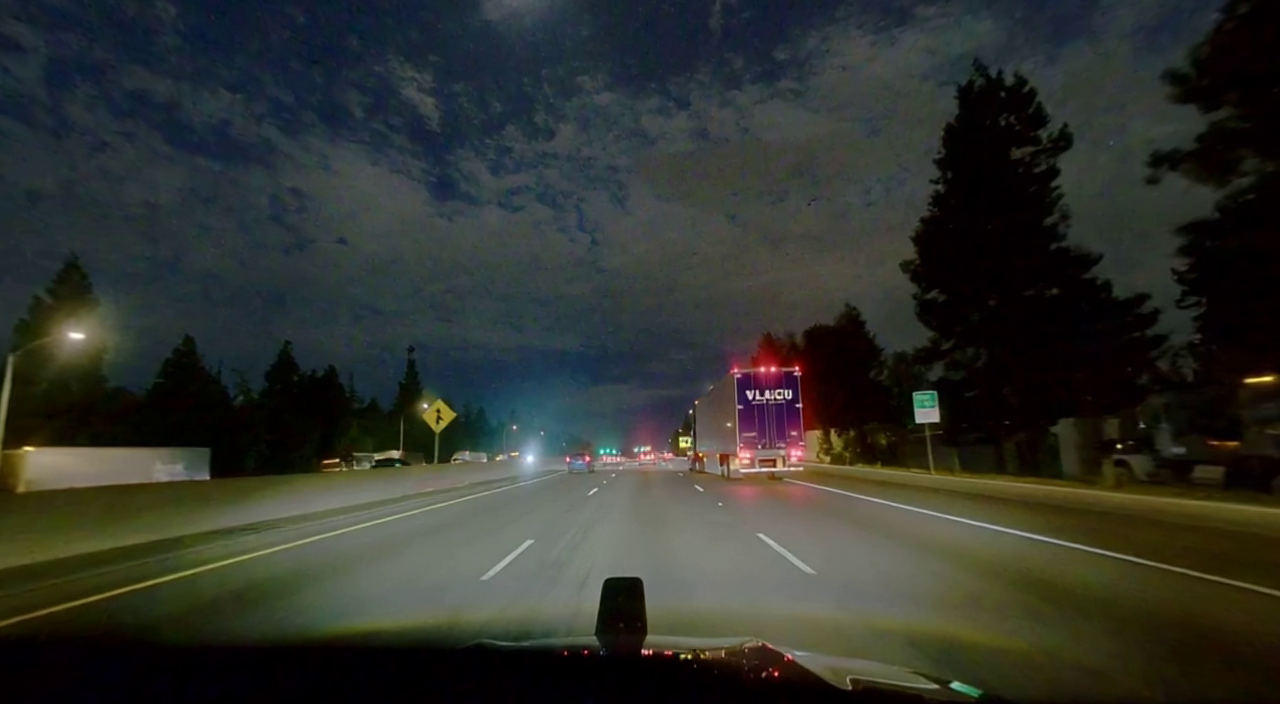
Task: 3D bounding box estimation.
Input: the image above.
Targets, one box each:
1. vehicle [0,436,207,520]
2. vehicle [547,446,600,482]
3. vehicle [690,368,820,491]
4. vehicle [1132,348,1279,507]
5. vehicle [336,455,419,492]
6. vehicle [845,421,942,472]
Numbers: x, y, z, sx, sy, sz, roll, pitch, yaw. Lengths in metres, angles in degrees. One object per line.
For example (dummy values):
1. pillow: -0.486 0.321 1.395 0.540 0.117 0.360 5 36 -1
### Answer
1. vehicle: -31.799 6.940 35.982 3.036 3.943 15.317 0 -9 1
2. vehicle: -3.181 5.453 30.969 2.107 1.626 4.804 0 -9 -1
3. vehicle: 4.390 3.658 28.195 2.847 4.075 14.244 0 -9 -1
4. vehicle: 18.013 1.493 13.701 2.893 4.062 14.163 -3 -9 -1
5. vehicle: -12.203 5.644 29.651 1.986 1.545 4.488 0 -9 0
6. vehicle: 17.883 6.834 45.455 2.809 3.269 10.050 0 -9 0
